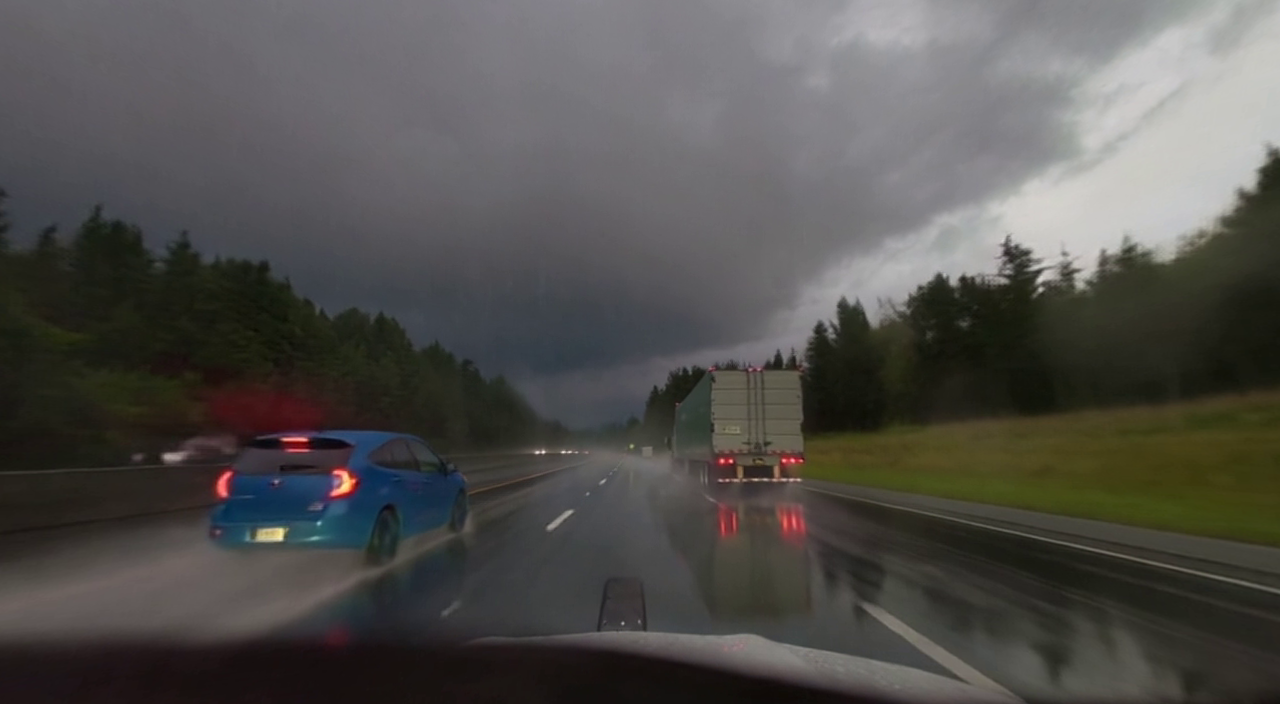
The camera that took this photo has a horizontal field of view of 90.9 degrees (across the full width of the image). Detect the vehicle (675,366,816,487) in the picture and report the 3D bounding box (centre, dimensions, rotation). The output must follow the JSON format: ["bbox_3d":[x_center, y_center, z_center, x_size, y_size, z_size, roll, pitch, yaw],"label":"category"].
[{"bbox_3d":[4.151,3.938,30.749,3.532,4.201,17.611,0,-9,-1],"label":"vehicle"}]

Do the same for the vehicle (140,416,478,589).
[{"bbox_3d":[-3.792,1.803,8.351,2.115,1.670,4.261,0,-9,0],"label":"vehicle"}]
